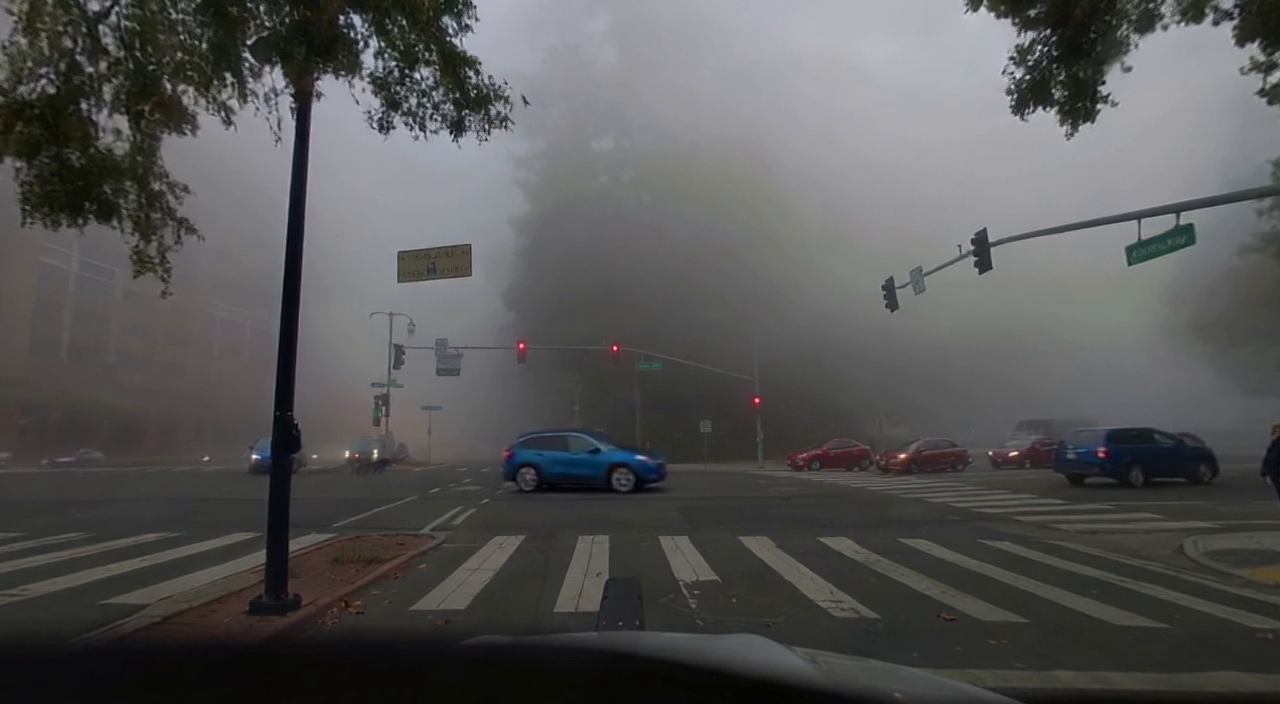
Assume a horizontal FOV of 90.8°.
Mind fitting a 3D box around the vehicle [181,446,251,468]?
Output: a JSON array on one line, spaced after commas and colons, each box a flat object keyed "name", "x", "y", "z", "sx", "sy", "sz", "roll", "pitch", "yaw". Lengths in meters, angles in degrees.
[{"name": "vehicle", "x": -31.445, "y": 7.791, "z": 47.006, "sx": 1.892, "sy": 1.525, "sz": 5.171, "roll": 0, "pitch": -8, "yaw": -4}]

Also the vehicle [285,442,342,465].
[{"name": "vehicle", "x": -24.531, "y": 7.611, "z": 47.671, "sx": 1.951, "sy": 1.609, "sz": 4.693, "roll": 0, "pitch": -8, "yaw": -2}]

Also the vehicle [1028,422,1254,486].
[{"name": "vehicle", "x": 15.588, "y": 3.140, "z": 19.714, "sx": 6.196, "sy": 1.777, "sz": 2.457, "roll": 3, "pitch": -9, "yaw": -19}]

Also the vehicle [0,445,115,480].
[{"name": "vehicle", "x": -27.052, "y": 5.035, "z": 29.215, "sx": 1.881, "sy": 1.469, "sz": 4.415, "roll": 0, "pitch": -8, "yaw": -3}]

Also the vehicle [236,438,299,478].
[{"name": "vehicle", "x": -15.667, "y": 4.397, "z": 26.512, "sx": 2.007, "sy": 1.540, "sz": 4.312, "roll": 5, "pitch": -10, "yaw": -31}]

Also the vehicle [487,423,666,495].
[{"name": "vehicle", "x": -1.708, "y": 2.961, "z": 17.670, "sx": 4.509, "sy": 1.821, "sz": 2.066, "roll": -2, "pitch": -9, "yaw": 15}]

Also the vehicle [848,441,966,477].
[{"name": "vehicle", "x": 11.589, "y": 4.627, "z": 27.562, "sx": 4.317, "sy": 1.491, "sz": 1.896, "roll": 1, "pitch": -9, "yaw": -10}]
